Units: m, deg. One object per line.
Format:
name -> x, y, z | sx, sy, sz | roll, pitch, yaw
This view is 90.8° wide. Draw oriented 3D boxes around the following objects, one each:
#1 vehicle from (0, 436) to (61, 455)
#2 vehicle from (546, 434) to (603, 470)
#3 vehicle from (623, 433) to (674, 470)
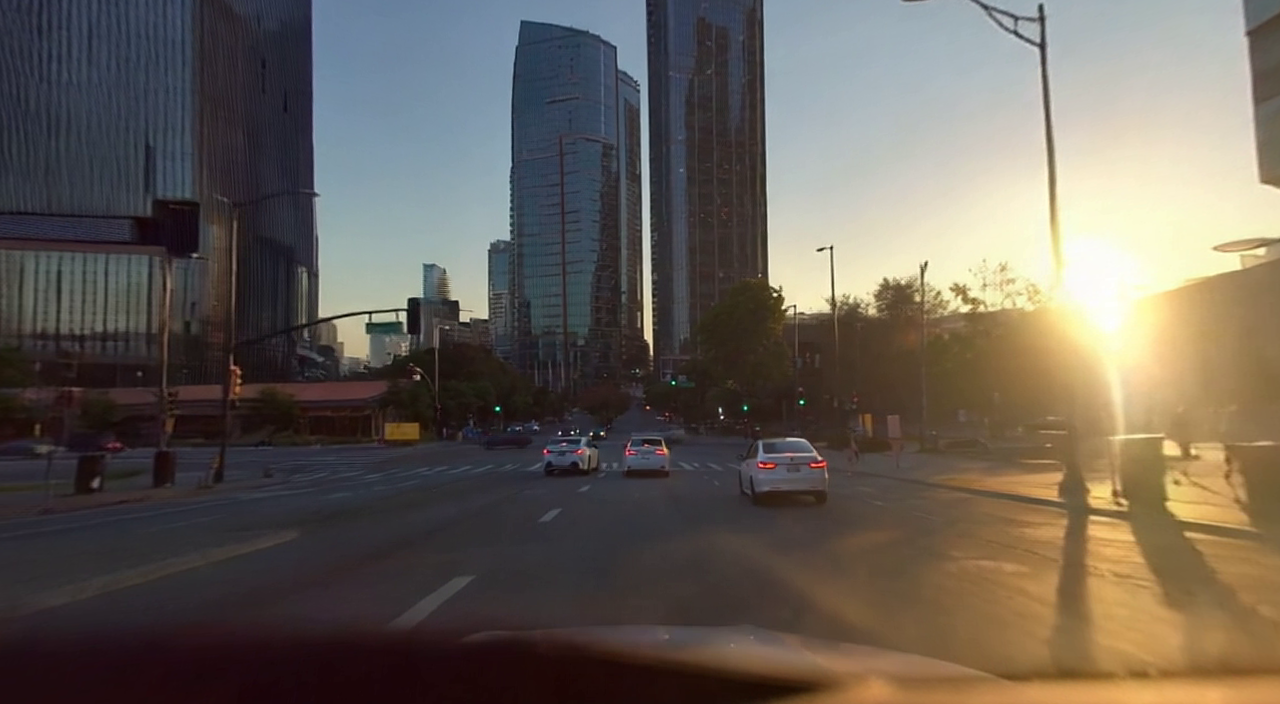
vehicle -> -48.350, 7.281, 49.106 | 4.531, 1.470, 1.769 | 2, -9, -13
vehicle -> -2.823, 4.435, 28.215 | 1.995, 1.479, 4.627 | 0, -8, 1
vehicle -> 0.345, 4.247, 27.136 | 2.016, 1.478, 3.795 | 0, -8, 0
